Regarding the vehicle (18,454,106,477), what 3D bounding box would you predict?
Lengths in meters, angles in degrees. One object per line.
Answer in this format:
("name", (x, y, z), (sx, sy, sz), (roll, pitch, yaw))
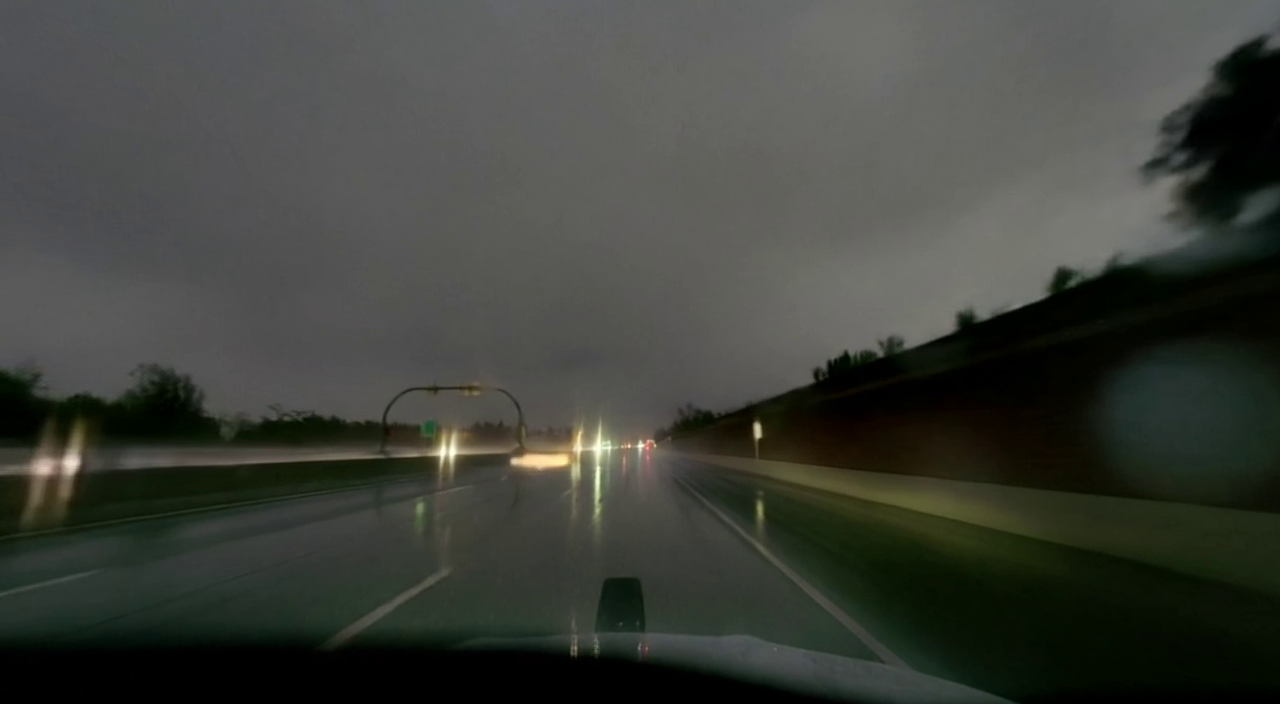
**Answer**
("vehicle", (-39.849, 7.811, 43.535), (1.882, 1.462, 4.335), (0, -9, 1))
